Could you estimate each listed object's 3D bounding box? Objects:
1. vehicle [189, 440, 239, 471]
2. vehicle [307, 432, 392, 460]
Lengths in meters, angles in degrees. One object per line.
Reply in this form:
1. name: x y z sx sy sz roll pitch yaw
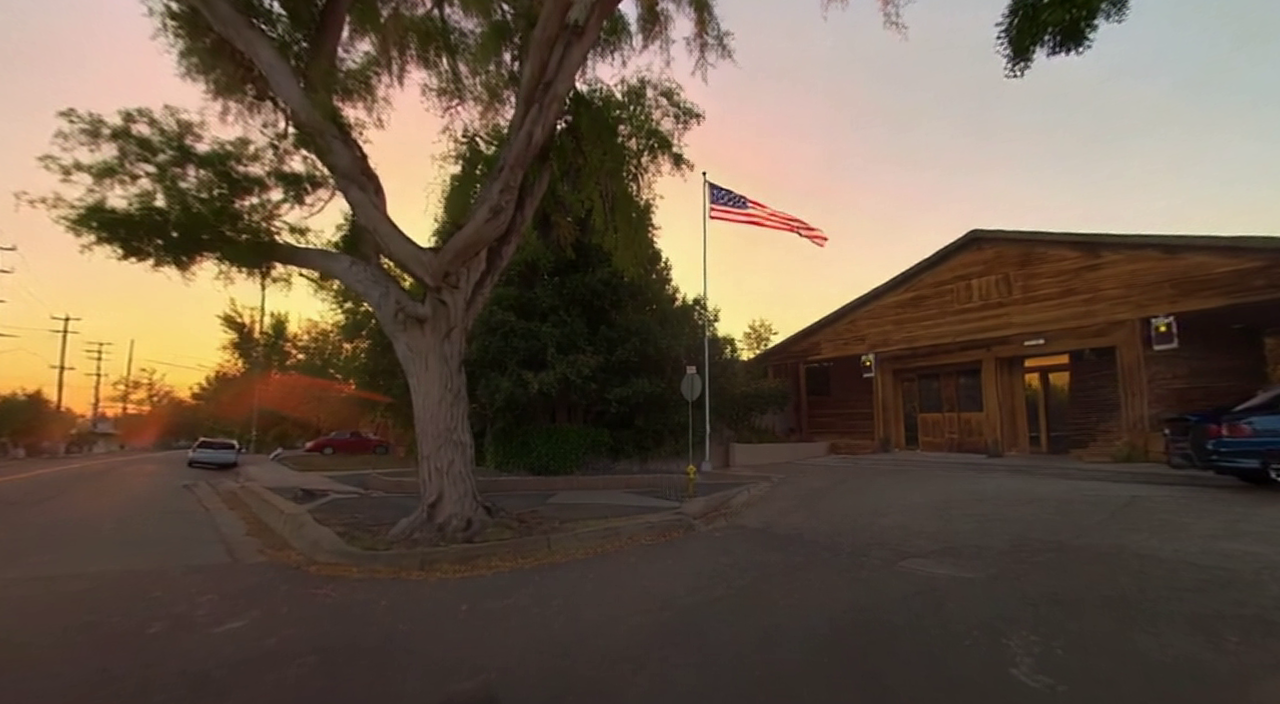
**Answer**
1. vehicle: -22.267 5.404 33.070 1.941 1.460 4.206 5 -11 -33
2. vehicle: -19.176 6.178 41.732 4.767 1.735 1.920 5 -11 -34
